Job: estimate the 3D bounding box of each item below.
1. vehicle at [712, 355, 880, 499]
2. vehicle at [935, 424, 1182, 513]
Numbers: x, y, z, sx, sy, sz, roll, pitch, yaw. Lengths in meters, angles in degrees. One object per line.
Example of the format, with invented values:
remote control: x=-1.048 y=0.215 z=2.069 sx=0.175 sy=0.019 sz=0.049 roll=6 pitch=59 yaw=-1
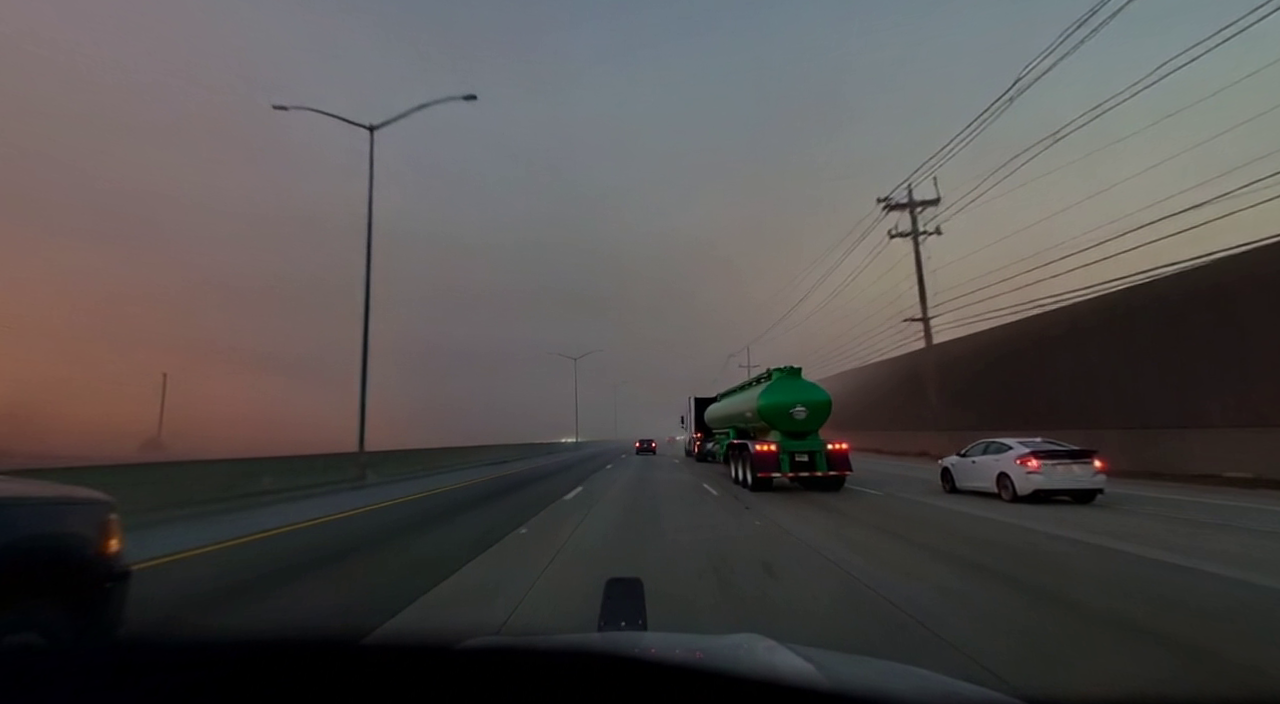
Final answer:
vehicle: x=3.921 y=2.242 z=18.122 sx=2.791 sy=3.179 sz=8.074 roll=0 pitch=-8 yaw=1
vehicle: x=8.174 y=2.309 z=13.006 sx=1.905 sy=1.480 sz=4.624 roll=0 pitch=-8 yaw=0
